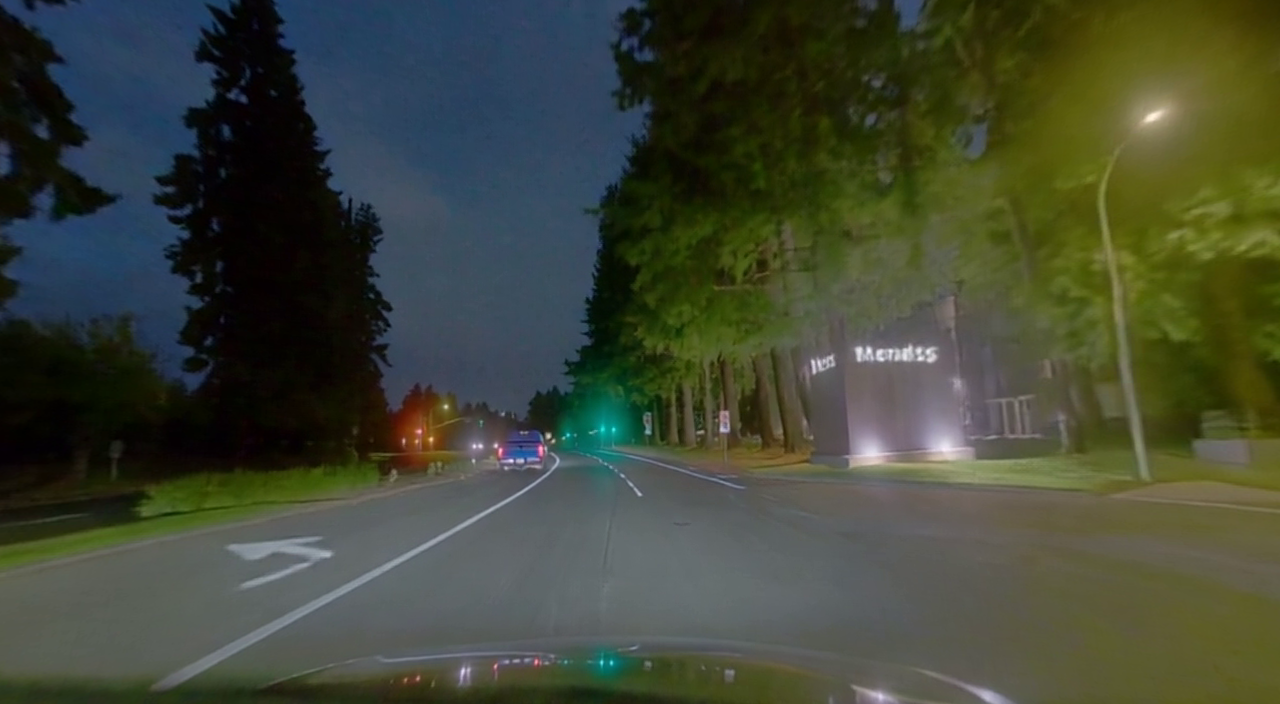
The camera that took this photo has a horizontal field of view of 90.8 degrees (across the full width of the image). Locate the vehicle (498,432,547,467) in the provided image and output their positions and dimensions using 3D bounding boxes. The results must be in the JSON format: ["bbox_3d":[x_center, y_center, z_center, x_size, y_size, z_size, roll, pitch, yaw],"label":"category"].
[{"bbox_3d":[-6.890,5.788,37.687,2.267,1.849,6.402,1,-8,-5],"label":"vehicle"}]
